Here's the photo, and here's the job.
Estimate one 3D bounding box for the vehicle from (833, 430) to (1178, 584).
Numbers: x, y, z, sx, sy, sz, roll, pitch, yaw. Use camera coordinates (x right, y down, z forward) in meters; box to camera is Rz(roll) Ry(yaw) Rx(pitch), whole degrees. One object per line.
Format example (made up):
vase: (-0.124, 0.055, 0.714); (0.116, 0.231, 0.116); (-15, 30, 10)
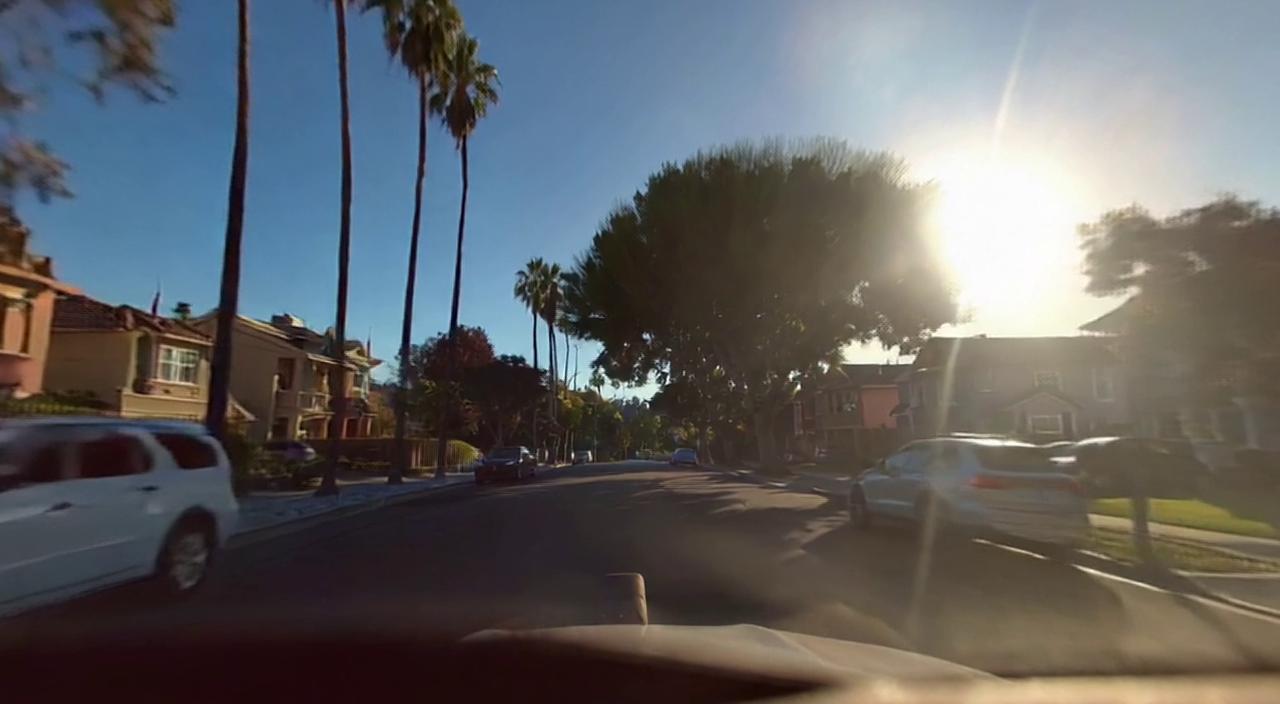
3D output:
vehicle: (4.450, 1.930, 8.779); (1.991, 1.554, 4.501); (0, -9, -2)

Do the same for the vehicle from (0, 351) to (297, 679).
vehicle: (-4.842, 1.124, 4.580); (2.149, 1.877, 5.082); (-2, -8, -4)

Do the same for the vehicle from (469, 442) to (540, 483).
vehicle: (-5.629, 4.626, 26.864); (2.079, 1.486, 4.877); (-2, -8, -1)
